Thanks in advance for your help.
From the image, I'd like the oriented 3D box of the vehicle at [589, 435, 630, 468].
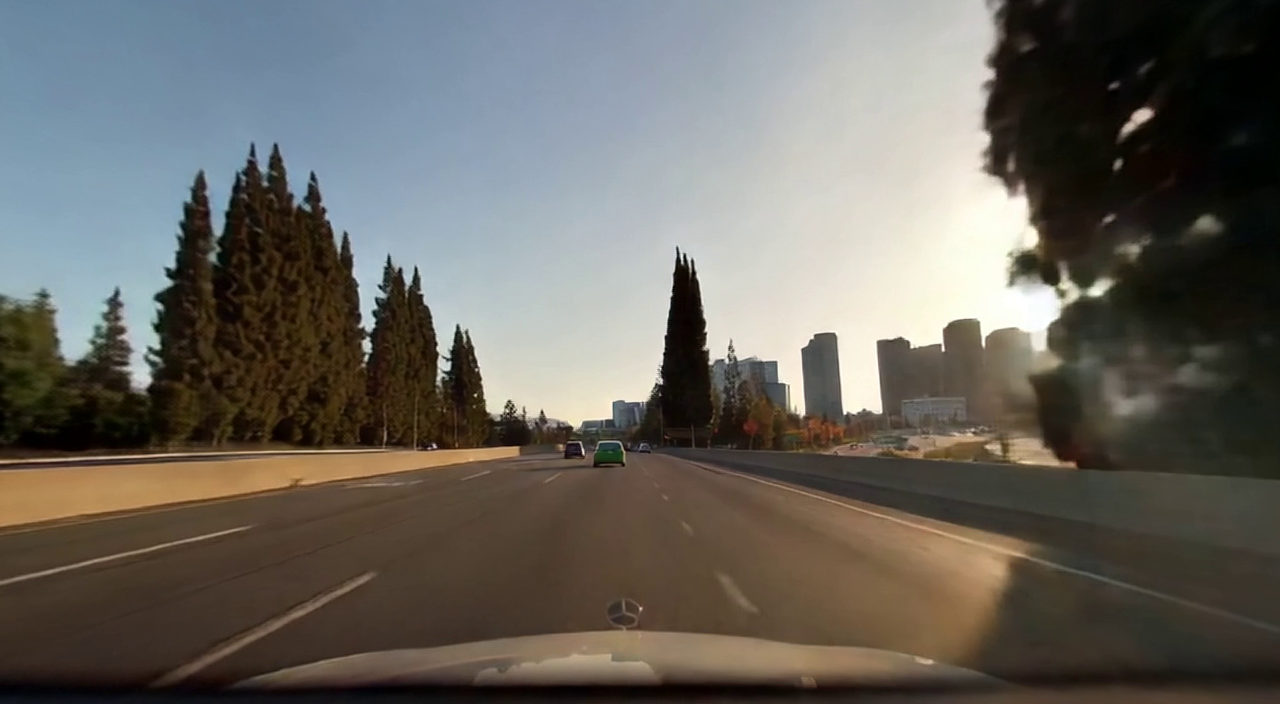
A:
[{"bbox_3d":[-1.748,5.921,37.625,2.302,1.810,4.707,0,-8,-1],"label":"vehicle"}]
